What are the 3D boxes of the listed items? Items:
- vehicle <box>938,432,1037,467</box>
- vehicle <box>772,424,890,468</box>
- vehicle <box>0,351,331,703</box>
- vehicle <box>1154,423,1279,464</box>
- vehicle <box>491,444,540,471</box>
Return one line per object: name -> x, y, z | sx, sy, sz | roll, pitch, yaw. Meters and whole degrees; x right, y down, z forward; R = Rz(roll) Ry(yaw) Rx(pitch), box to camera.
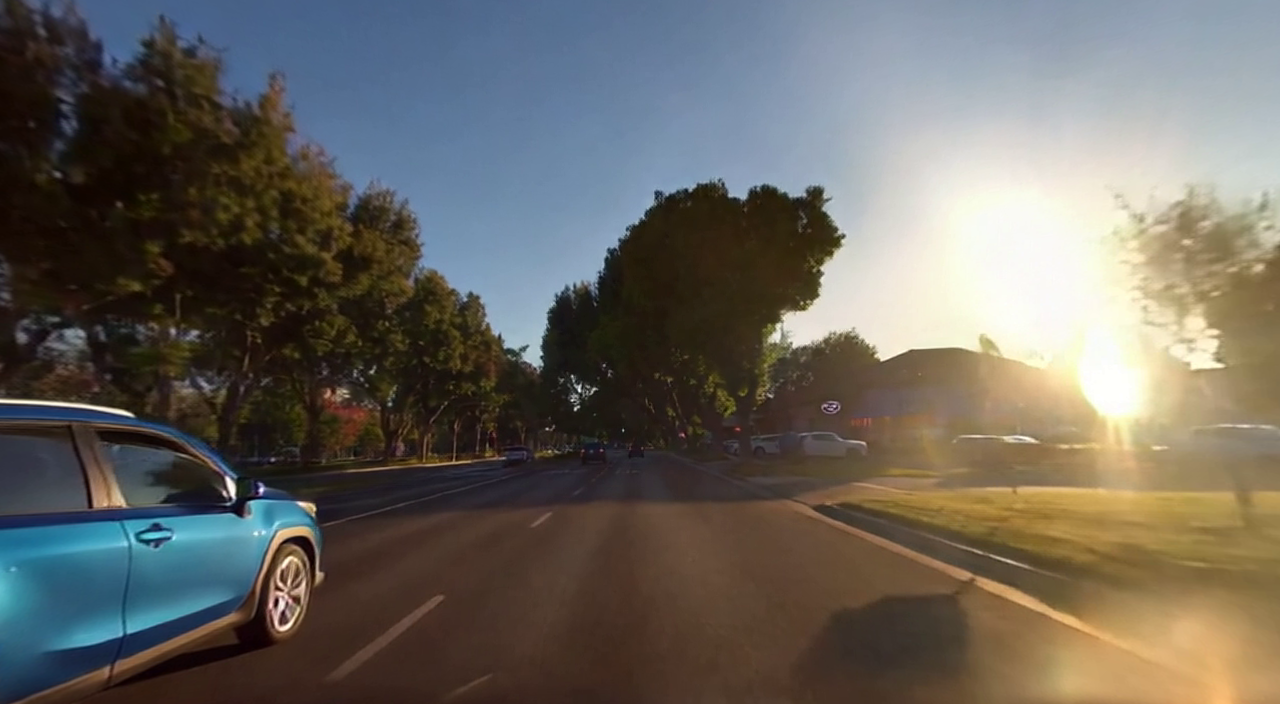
vehicle -> 15.835, 4.472, 29.050 | 2.177, 1.397, 4.511 | -3, -8, 3
vehicle -> 8.870, 4.423, 29.650 | 5.031, 1.951, 2.184 | -3, -9, 15
vehicle -> -3.334, 0.871, 2.464 | 2.127, 1.654, 4.121 | 0, -8, 0
vehicle -> 26.780, 4.047, 28.401 | 2.672, 1.580, 5.933 | -3, -7, 6
vehicle -> -7.359, 6.263, 37.690 | 1.990, 1.483, 4.410 | 0, -8, 1
